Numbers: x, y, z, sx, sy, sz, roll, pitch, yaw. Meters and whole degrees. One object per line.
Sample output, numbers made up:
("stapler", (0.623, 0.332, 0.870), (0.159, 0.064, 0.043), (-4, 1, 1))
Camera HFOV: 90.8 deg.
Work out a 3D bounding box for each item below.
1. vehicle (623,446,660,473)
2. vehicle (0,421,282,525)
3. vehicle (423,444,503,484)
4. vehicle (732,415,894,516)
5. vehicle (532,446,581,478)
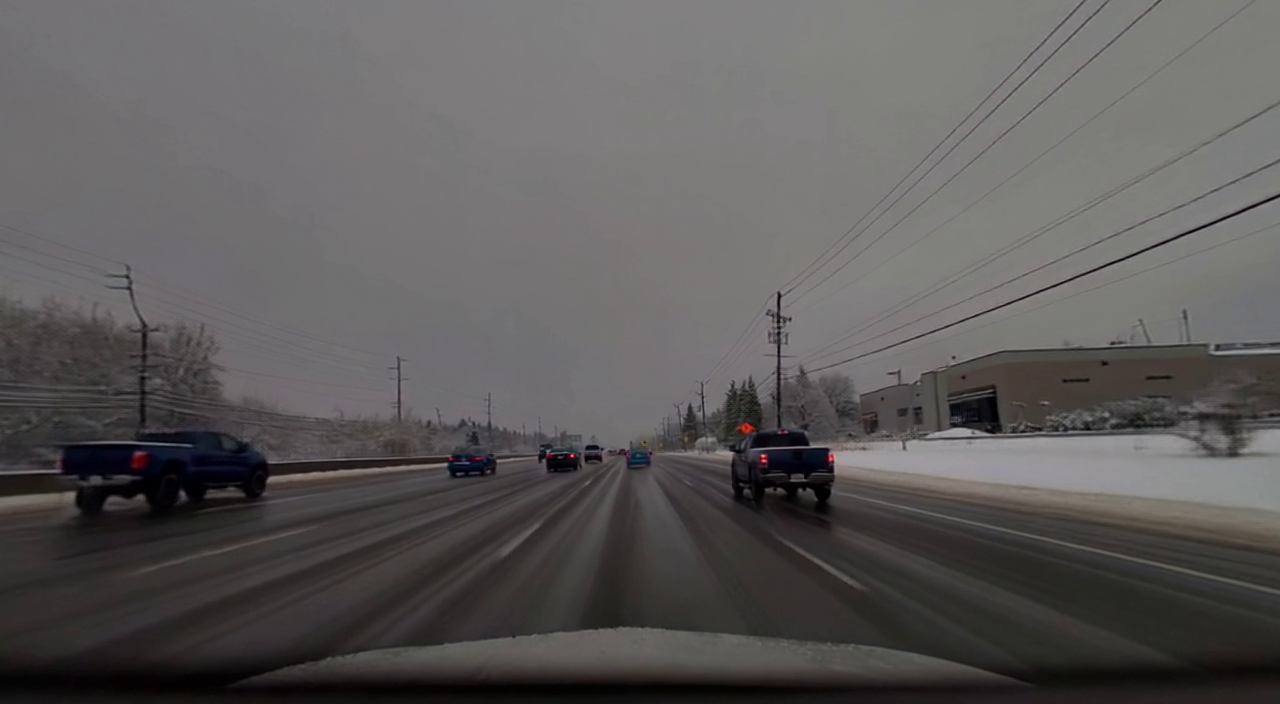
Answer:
("vehicle", (0.069, 6.215, 36.910), (2.030, 1.471, 4.115), (0, -8, 0))
("vehicle", (-11.145, 2.661, 14.562), (2.317, 1.881, 5.903), (0, -9, 0))
("vehicle", (-7.195, 4.586, 26.207), (1.959, 1.496, 4.740), (0, -8, 0))
("vehicle", (3.720, 2.578, 14.807), (2.231, 1.919, 5.086), (0, -9, -1))
("vehicle", (-4.089, 5.440, 31.592), (1.938, 1.444, 4.206), (0, -8, -1))
